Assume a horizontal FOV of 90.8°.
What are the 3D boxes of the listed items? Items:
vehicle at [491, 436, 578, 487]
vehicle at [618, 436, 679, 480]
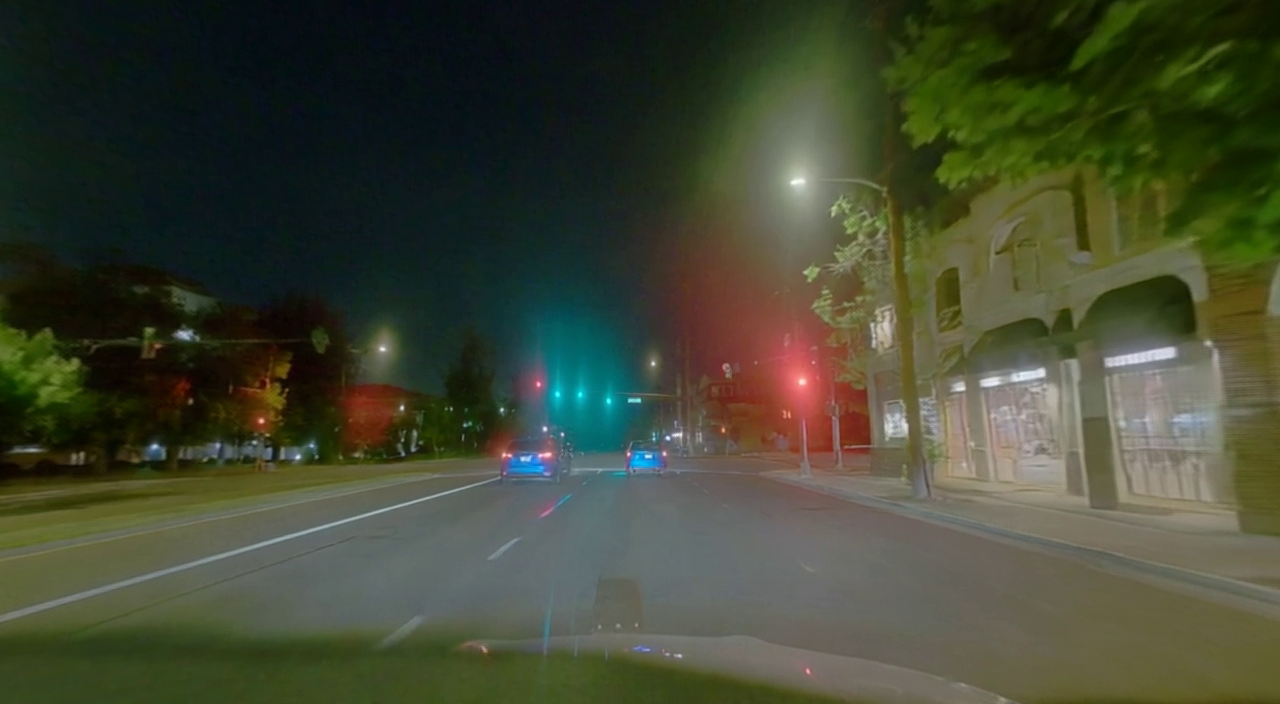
[{"bbox_3d":[-3.276,3.500,20.556,2.032,1.467,4.411,0,-8,1],"label":"vehicle"},{"bbox_3d":[0.284,3.884,23.374,2.059,1.456,4.047,0,-8,0],"label":"vehicle"}]
